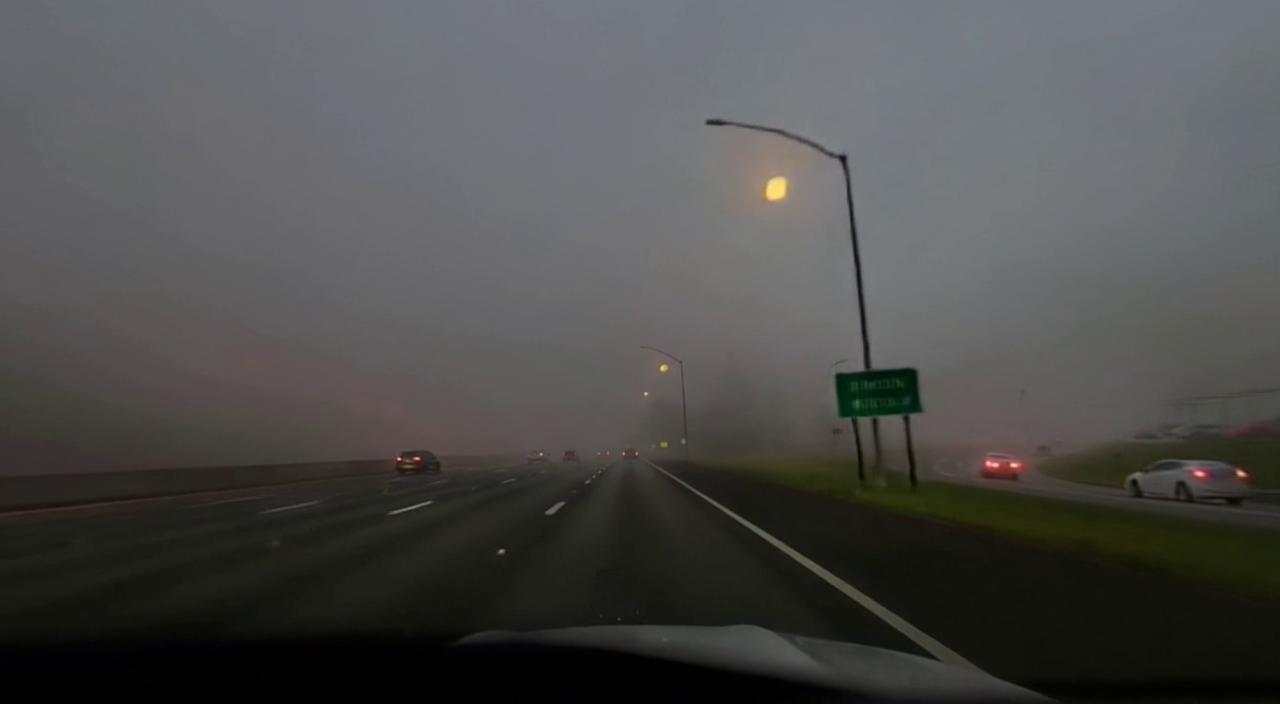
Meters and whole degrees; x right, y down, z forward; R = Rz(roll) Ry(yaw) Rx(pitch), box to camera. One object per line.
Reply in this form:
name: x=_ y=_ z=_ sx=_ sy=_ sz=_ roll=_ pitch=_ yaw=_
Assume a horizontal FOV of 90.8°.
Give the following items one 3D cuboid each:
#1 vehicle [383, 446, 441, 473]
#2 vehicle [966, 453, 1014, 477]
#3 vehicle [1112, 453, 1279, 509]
vehicle: x=-14.442 y=6.828 z=40.312 sx=2.057 sy=1.619 sz=4.443 roll=0 pitch=-9 yaw=0
vehicle: x=26.938 y=8.684 z=48.801 sx=2.356 sy=1.643 sz=4.254 roll=-2 pitch=-9 yaw=17
vehicle: x=20.620 y=4.802 z=23.827 sx=2.172 sy=1.778 sz=5.085 roll=1 pitch=-10 yaw=8
